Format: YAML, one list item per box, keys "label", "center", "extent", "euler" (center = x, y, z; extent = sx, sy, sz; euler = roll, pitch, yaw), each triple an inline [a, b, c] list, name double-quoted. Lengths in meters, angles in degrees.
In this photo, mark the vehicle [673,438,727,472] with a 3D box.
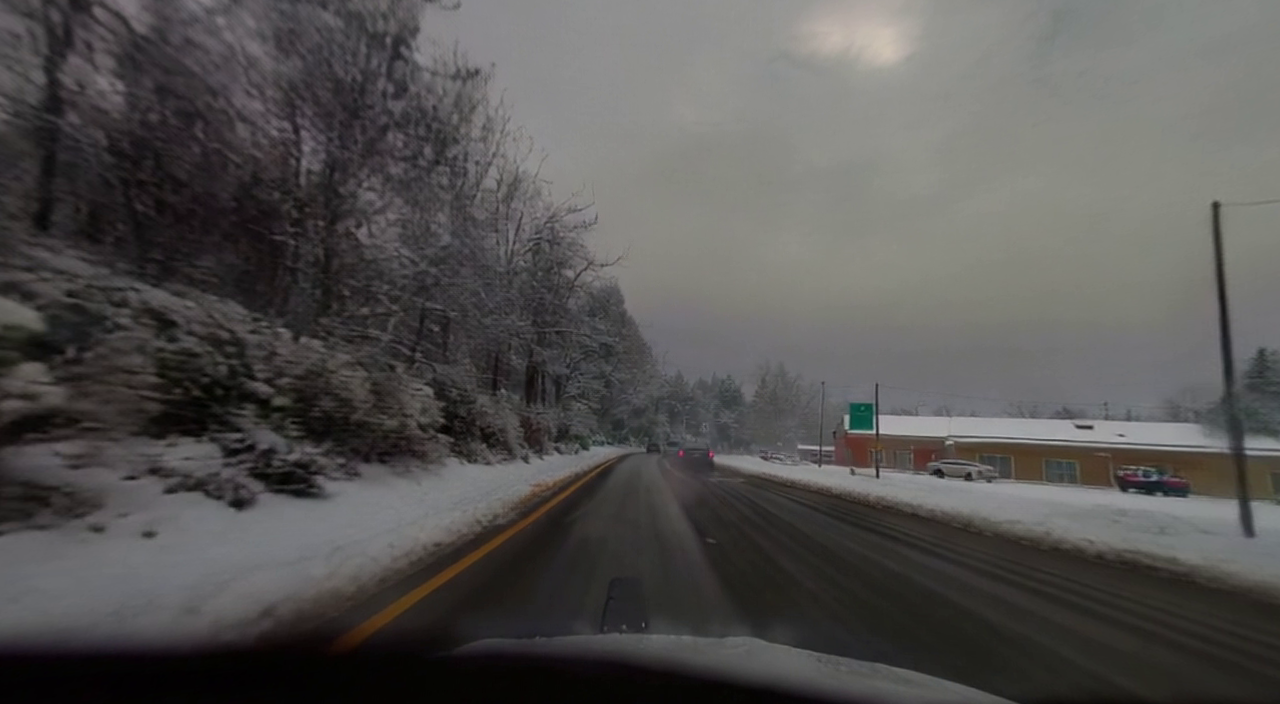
- label: "vehicle"
  center: [2.706, 4.764, 29.491]
  extent: [1.956, 1.473, 4.640]
  euler: [0, -8, -1]
